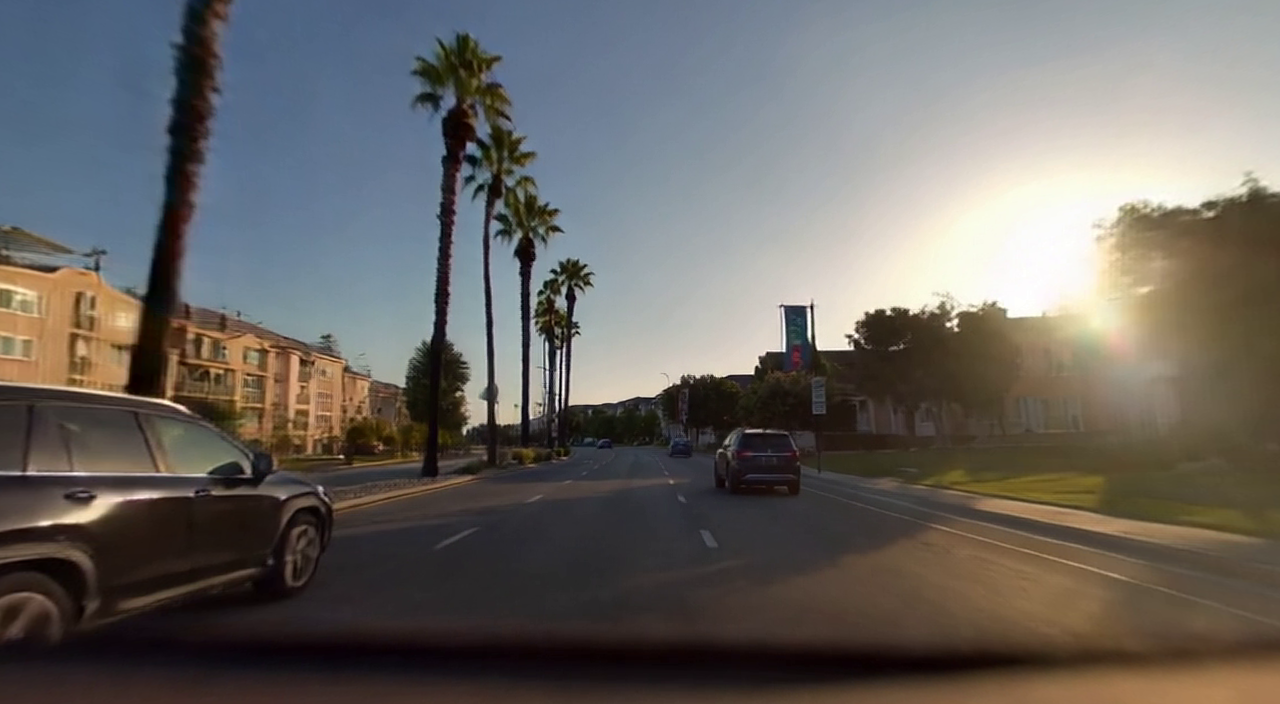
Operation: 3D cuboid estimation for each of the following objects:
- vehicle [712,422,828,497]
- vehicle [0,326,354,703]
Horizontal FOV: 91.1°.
[{"bbox_3d":[3.427,2.939,17.593,2.195,1.804,4.658,0,-8,-1],"label":"vehicle"},{"bbox_3d":[-3.888,0.897,3.590,2.150,1.768,4.868,0,-8,1],"label":"vehicle"}]
